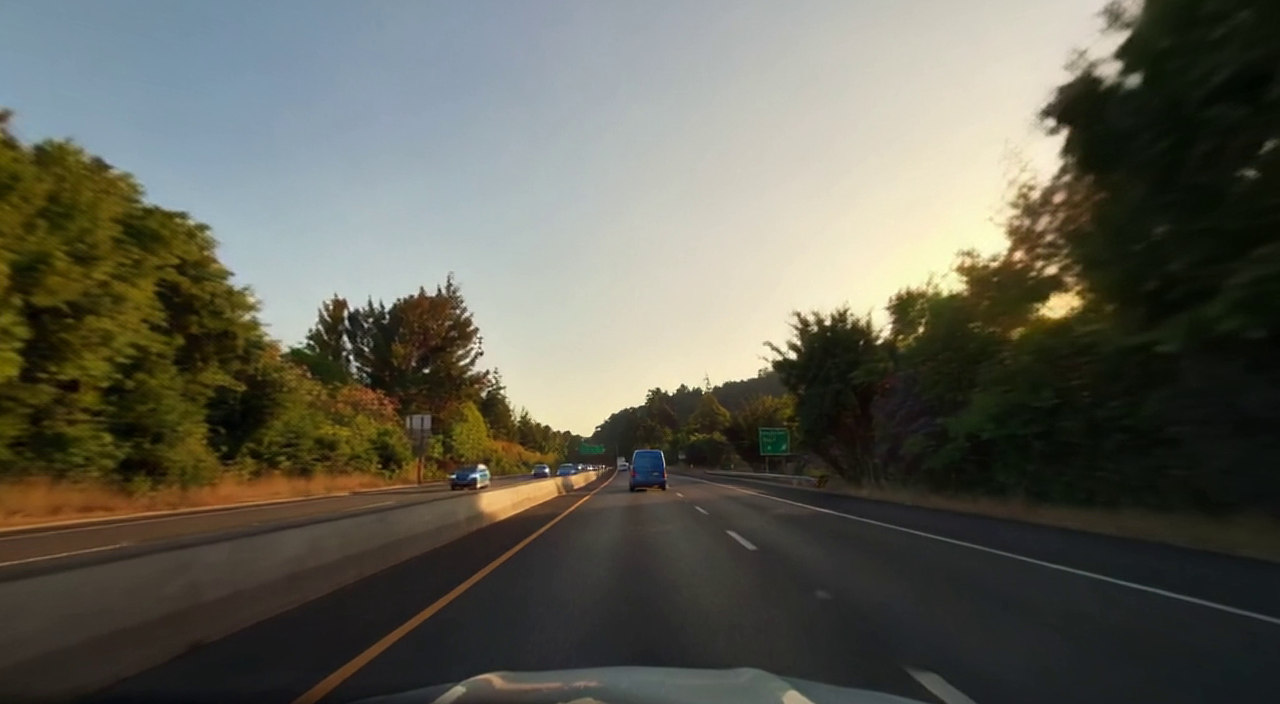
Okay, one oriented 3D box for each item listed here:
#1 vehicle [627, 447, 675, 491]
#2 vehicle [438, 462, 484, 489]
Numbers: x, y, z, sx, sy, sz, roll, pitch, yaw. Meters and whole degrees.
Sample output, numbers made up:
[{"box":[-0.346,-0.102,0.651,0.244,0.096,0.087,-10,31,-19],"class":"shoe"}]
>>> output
[{"box":[0.522,6.381,34.393,2.429,2.167,4.558,1,-11,-2],"class":"vehicle"},{"box":[-12.950,8.966,45.780,2.101,1.841,4.167,1,-11,-1],"class":"vehicle"}]
